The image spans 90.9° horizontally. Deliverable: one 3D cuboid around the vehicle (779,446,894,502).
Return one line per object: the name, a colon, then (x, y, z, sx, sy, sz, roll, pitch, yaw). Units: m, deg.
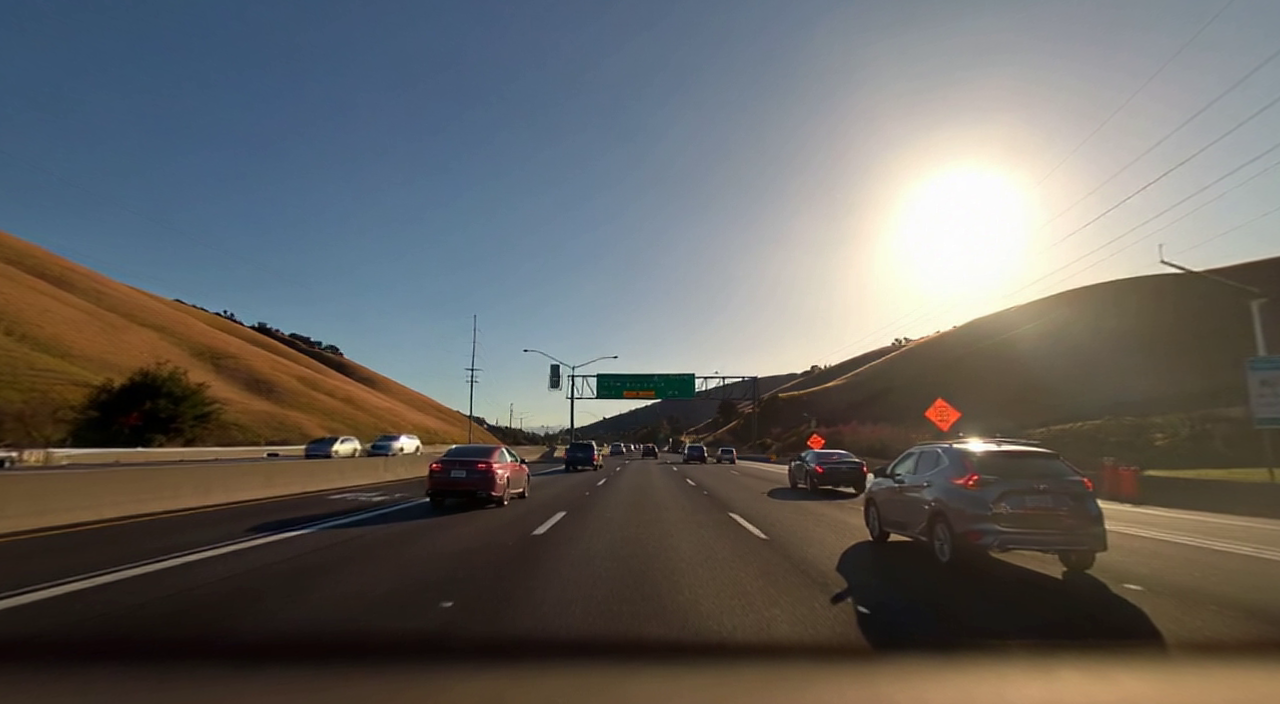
vehicle: (5.690, 3.553, 18.862, 1.867, 1.465, 4.093, 0, -9, -4)

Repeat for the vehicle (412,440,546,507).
vehicle: (-3.834, 2.982, 15.913, 2.232, 1.438, 4.163, 0, -9, 1)

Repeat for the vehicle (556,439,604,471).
vehicle: (-3.360, 5.859, 36.144, 2.234, 1.675, 4.527, -1, -9, 1)

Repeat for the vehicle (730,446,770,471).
vehicle: (8.093, 7.869, 46.838, 2.042, 1.684, 4.609, 0, -9, 0)

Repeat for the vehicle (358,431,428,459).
vehicle: (-15.104, 5.751, 38.958, 2.257, 1.591, 4.861, -1, -9, 1)

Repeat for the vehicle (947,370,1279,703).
vehicle: (3.835, 1.007, 3.380, 2.018, 1.670, 4.658, 0, -9, 0)

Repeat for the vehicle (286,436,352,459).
vehicle: (-21.503, 6.423, 42.454, 1.996, 1.473, 4.452, -1, -9, 2)

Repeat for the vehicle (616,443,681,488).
vehicle: (0.279, 4.114, 23.187, 2.138, 1.473, 4.392, 0, -9, 0)

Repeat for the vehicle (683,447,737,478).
vehicle: (3.435, 5.506, 31.718, 2.177, 1.453, 4.205, 0, -9, -1)
